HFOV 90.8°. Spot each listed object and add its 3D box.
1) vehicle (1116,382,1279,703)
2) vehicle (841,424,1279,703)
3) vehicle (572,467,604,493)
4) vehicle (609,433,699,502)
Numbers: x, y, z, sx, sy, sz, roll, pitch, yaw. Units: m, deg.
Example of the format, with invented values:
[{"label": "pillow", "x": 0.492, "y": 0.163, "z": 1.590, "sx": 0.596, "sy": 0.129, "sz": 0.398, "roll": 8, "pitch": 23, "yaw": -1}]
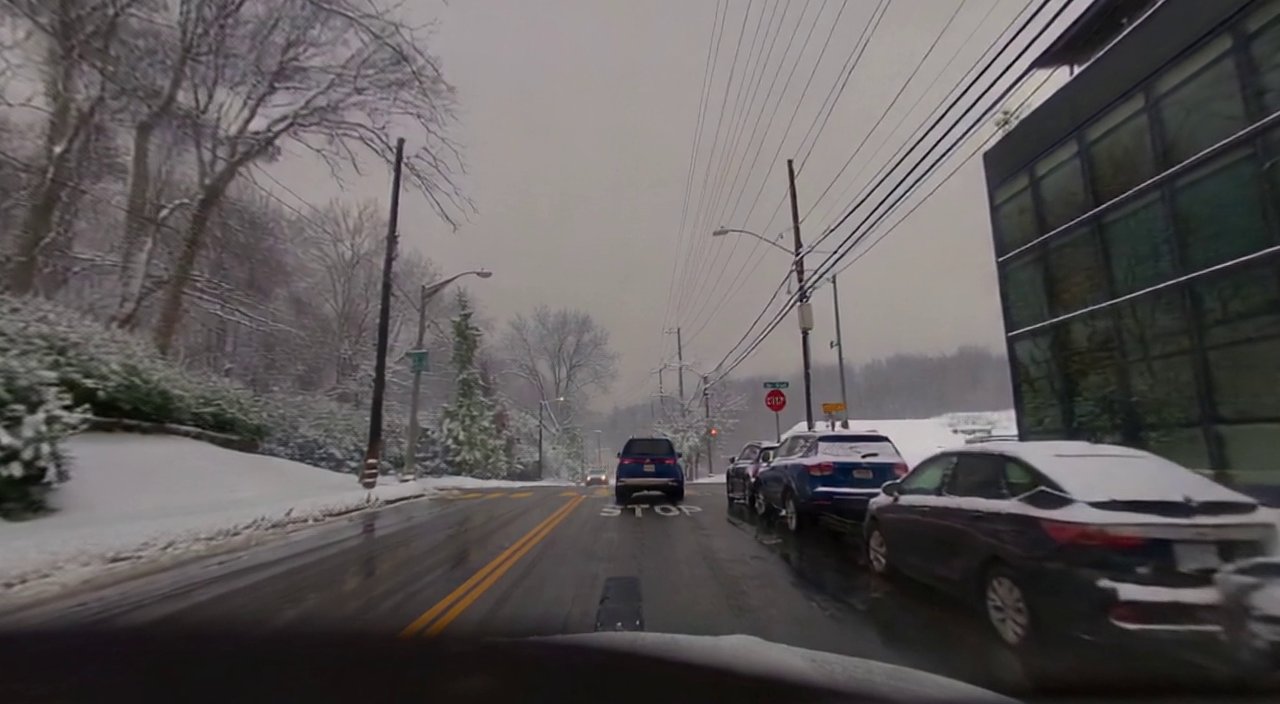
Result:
[{"label": "vehicle", "x": 3.305, "y": 0.700, "z": 0.878, "sx": 2.041, "sy": 1.581, "sz": 4.089, "roll": 0, "pitch": -8, "yaw": 0}, {"label": "vehicle", "x": 3.395, "y": 1.428, "z": 5.436, "sx": 1.828, "sy": 1.476, "sz": 3.984, "roll": 0, "pitch": -8, "yaw": -3}, {"label": "vehicle", "x": -3.670, "y": 9.129, "z": 45.206, "sx": 1.911, "sy": 1.563, "sz": 4.057, "roll": 0, "pitch": -8, "yaw": 0}, {"label": "vehicle", "x": 0.583, "y": 3.440, "z": 19.340, "sx": 2.214, "sy": 1.789, "sz": 4.872, "roll": -1, "pitch": -8, "yaw": 7}]
